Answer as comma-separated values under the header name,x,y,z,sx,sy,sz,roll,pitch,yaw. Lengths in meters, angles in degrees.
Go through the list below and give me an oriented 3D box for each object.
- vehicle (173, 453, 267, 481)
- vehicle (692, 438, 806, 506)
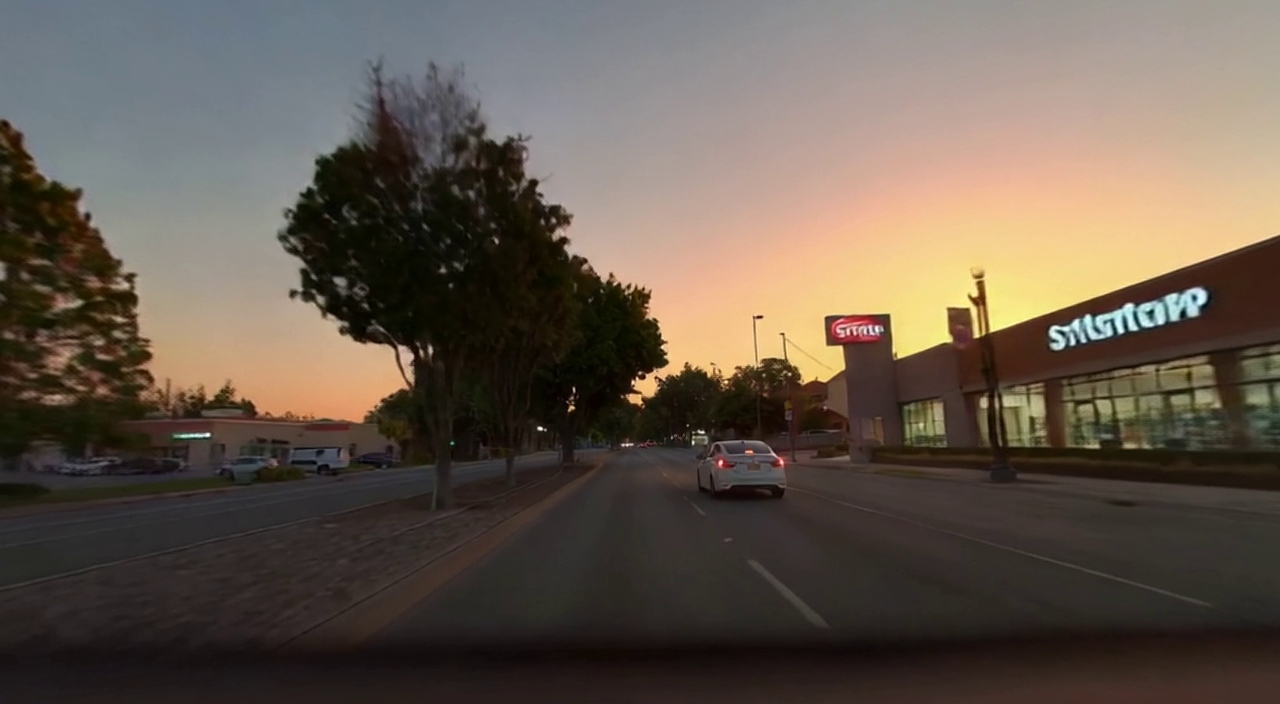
name,x,y,z,sx,sy,sz,roll,pitch,yaw
vehicle,-28.214,7.727,42.488,5.029,1.760,2.153,5,-10,-30
vehicle,2.572,2.954,15.999,2.015,1.479,4.444,0,-8,-1
